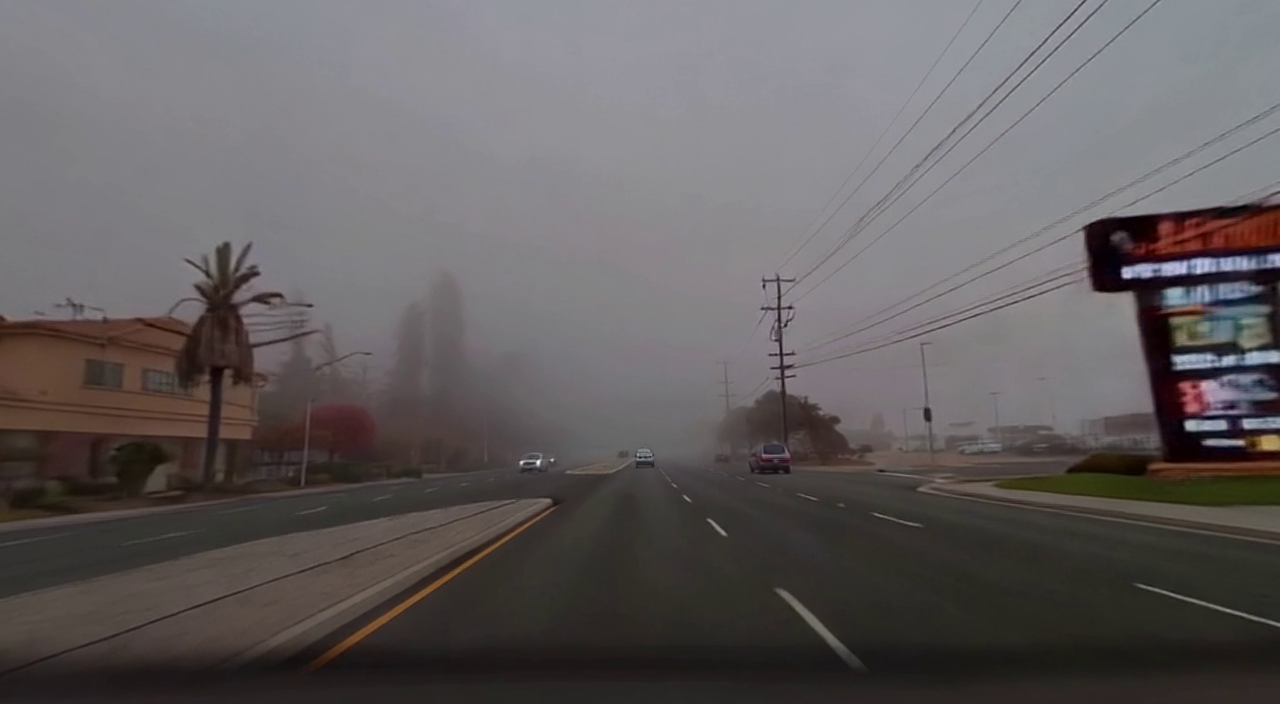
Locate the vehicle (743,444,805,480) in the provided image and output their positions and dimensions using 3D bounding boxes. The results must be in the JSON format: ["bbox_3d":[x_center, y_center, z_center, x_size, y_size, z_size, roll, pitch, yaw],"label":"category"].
[{"bbox_3d":[6.868,5.680,32.887,2.252,1.718,4.617,0,-9,1],"label":"vehicle"}]

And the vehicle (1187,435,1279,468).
[{"bbox_3d":[29.604,4.828,30.573,4.191,1.492,1.950,0,-9,0],"label":"vehicle"}]

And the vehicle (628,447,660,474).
[{"bbox_3d":[0.296,7.480,43.588,2.138,1.702,4.168,0,-9,1],"label":"vehicle"}]
